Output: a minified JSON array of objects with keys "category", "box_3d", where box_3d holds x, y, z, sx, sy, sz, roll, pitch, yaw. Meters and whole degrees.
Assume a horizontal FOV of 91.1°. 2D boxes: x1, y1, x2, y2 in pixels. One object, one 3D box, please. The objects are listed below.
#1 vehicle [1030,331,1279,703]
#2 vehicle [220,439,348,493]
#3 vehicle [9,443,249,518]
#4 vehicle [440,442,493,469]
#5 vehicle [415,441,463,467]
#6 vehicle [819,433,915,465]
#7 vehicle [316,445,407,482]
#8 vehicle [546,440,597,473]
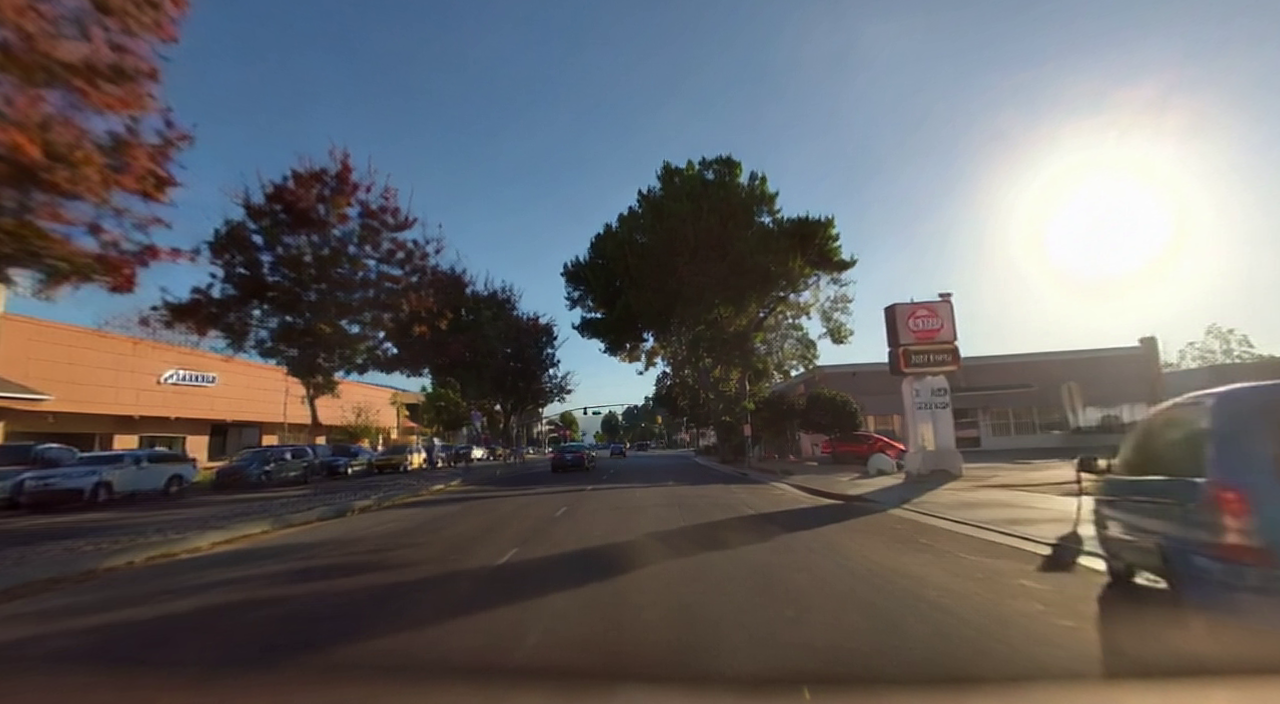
[{"category":"vehicle","box_3d":[4.302,1.036,4.172,2.293,1.779,4.457,-4,-9,25]},{"category":"vehicle","box_3d":[-11.866,3.812,21.319,1.852,1.621,4.166,0,-8,1]},{"category":"vehicle","box_3d":[-11.717,2.929,14.915,1.959,1.488,4.390,0,-8,1]},{"category":"vehicle","box_3d":[-11.717,7.009,42.757,2.024,1.656,4.837,-1,-8,2]},{"category":"vehicle","box_3d":[-14.968,7.600,47.122,1.936,1.813,4.921,-1,-8,0]},{"category":"vehicle","box_3d":[11.108,4.765,30.959,3.935,1.518,1.985,0,-8,-2]},{"category":"vehicle","box_3d":[-12.045,4.812,27.537,1.948,1.453,4.431,0,-8,0]},{"category":"vehicle","box_3d":[-3.293,5.091,30.891,1.966,1.481,4.385,0,-8,1]}]
